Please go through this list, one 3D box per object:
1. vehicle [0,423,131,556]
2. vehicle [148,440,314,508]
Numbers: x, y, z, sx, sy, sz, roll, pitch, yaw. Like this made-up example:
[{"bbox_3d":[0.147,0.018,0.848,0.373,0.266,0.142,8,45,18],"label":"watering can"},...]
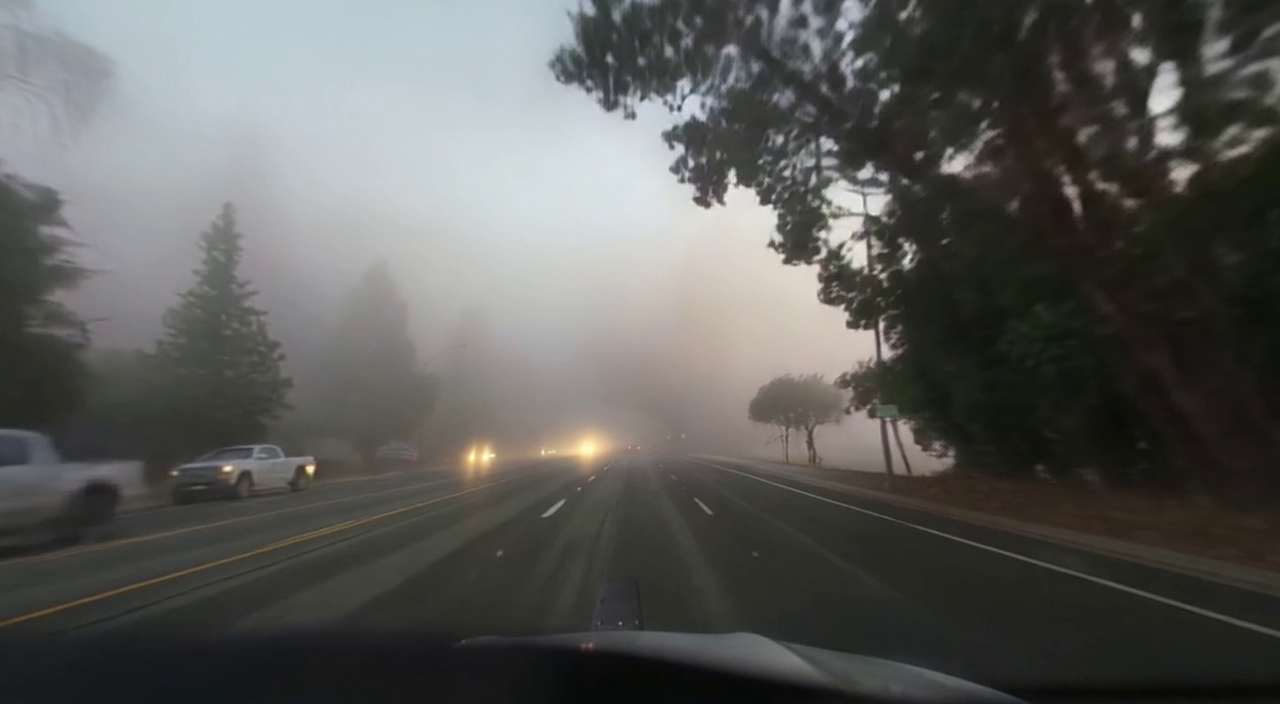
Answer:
[{"bbox_3d":[-9.872,1.889,8.311,2.110,1.811,5.190,-3,-9,-1],"label":"vehicle"},{"bbox_3d":[-14.369,4.235,22.780,2.251,1.972,5.672,-3,-8,0],"label":"vehicle"}]
